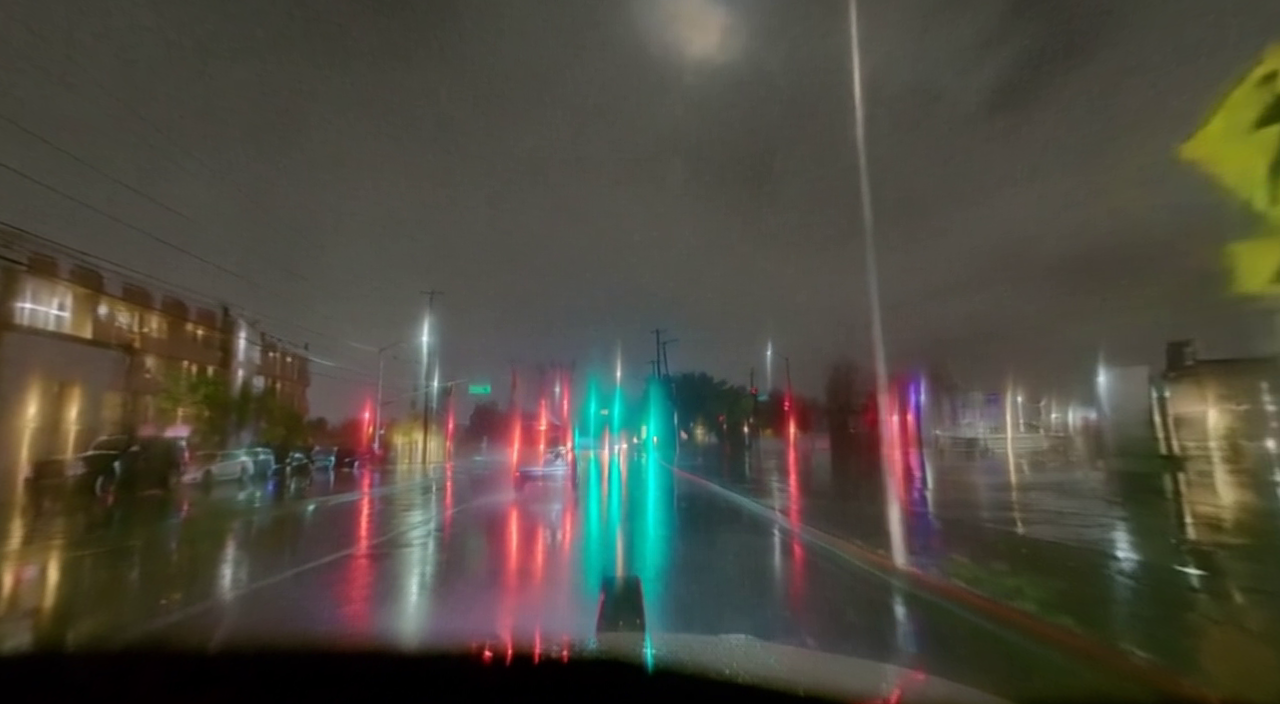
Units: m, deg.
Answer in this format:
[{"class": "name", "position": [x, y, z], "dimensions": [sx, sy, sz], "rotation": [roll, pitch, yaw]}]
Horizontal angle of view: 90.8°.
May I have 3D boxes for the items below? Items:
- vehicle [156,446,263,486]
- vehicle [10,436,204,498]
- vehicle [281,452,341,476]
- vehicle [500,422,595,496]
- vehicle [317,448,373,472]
[{"class": "vehicle", "position": [-21.063, 5.549, 31.202], "dimensions": [2.015, 1.815, 4.856], "rotation": [0, -9, -3]}, {"class": "vehicle", "position": [-20.980, 4.528, 25.458], "dimensions": [2.369, 2.159, 6.388], "rotation": [0, -9, -2]}, {"class": "vehicle", "position": [-21.639, 7.384, 41.799], "dimensions": [1.790, 1.415, 4.450], "rotation": [0, -9, -3]}, {"class": "vehicle", "position": [-2.347, 2.854, 17.135], "dimensions": [2.022, 1.757, 4.041], "rotation": [0, -9, -1]}, {"class": "vehicle", "position": [-21.689, 7.905, 46.595], "dimensions": [1.989, 1.689, 4.388], "rotation": [0, -9, 0]}]
